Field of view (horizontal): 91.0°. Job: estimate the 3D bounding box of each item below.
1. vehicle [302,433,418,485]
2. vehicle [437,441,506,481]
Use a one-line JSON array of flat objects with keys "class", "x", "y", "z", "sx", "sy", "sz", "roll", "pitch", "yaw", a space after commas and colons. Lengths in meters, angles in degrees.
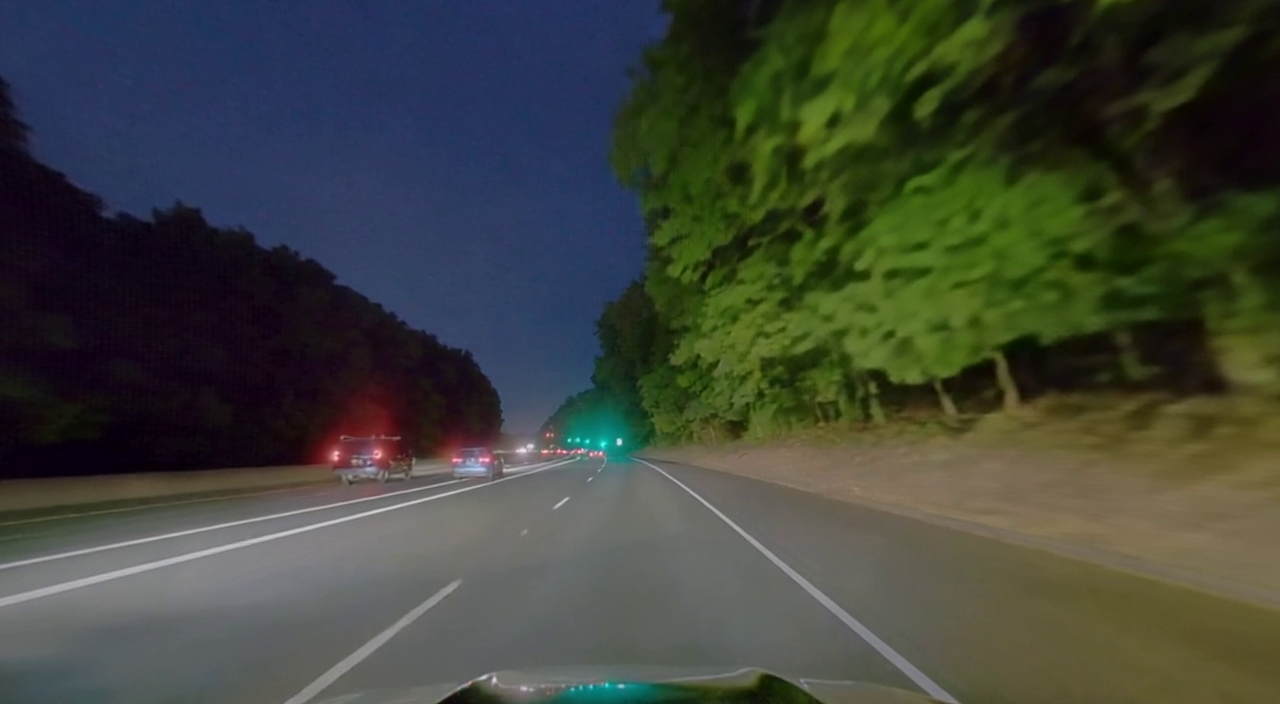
[{"class": "vehicle", "x": -11.716, "y": 4.520, "z": 26.936, "sx": 2.425, "sy": 1.926, "sz": 5.584, "roll": 0, "pitch": -9, "yaw": 0}, {"class": "vehicle", "x": -7.702, "y": 5.000, "z": 29.198, "sx": 2.060, "sy": 1.680, "sz": 4.255, "roll": 0, "pitch": -9, "yaw": -1}]
